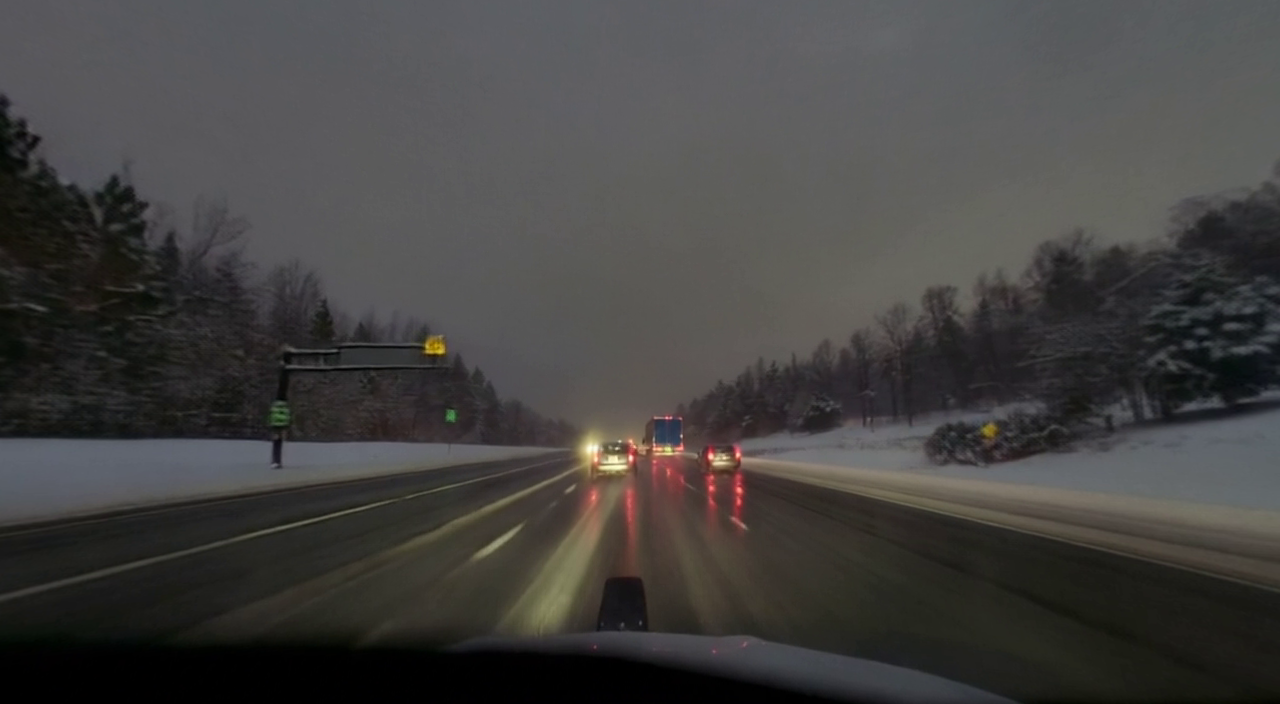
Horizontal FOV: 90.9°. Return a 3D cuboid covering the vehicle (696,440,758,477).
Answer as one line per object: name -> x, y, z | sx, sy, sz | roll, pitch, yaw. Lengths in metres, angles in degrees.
vehicle -> 3.639, 4.525, 27.090 | 1.971, 1.472, 4.301 | 0, -8, -1

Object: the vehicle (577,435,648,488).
vehicle -> -0.778, 3.470, 20.245 | 2.020, 1.516, 3.951 | 0, -8, 1
